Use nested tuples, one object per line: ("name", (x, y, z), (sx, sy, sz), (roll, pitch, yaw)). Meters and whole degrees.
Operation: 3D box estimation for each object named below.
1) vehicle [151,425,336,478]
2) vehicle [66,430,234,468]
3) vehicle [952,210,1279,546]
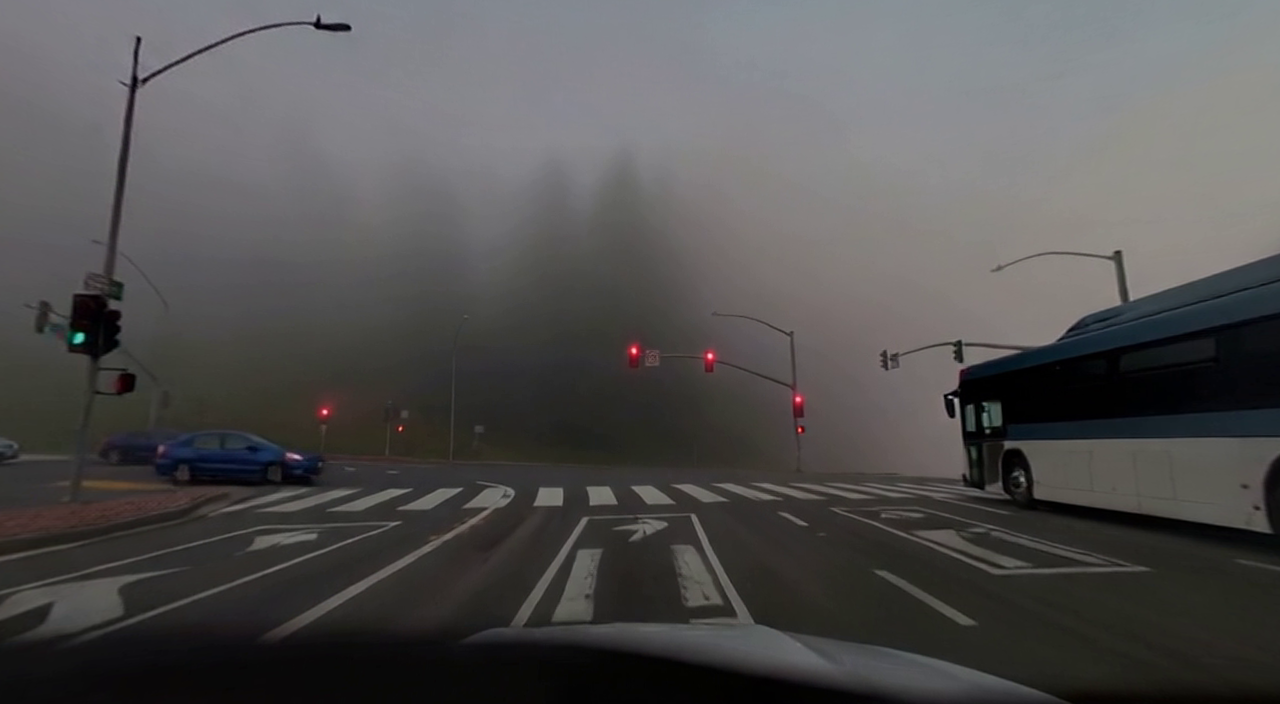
("vehicle", (-13.511, 3.462, 21.910), (5.014, 1.675, 1.906), (3, -9, -18))
("vehicle", (-20.684, 4.143, 26.920), (5.203, 1.488, 1.907), (3, -9, -19))
("vehicle", (9.404, 0.707, 10.170), (2.916, 4.009, 13.397), (0, -9, 5))
